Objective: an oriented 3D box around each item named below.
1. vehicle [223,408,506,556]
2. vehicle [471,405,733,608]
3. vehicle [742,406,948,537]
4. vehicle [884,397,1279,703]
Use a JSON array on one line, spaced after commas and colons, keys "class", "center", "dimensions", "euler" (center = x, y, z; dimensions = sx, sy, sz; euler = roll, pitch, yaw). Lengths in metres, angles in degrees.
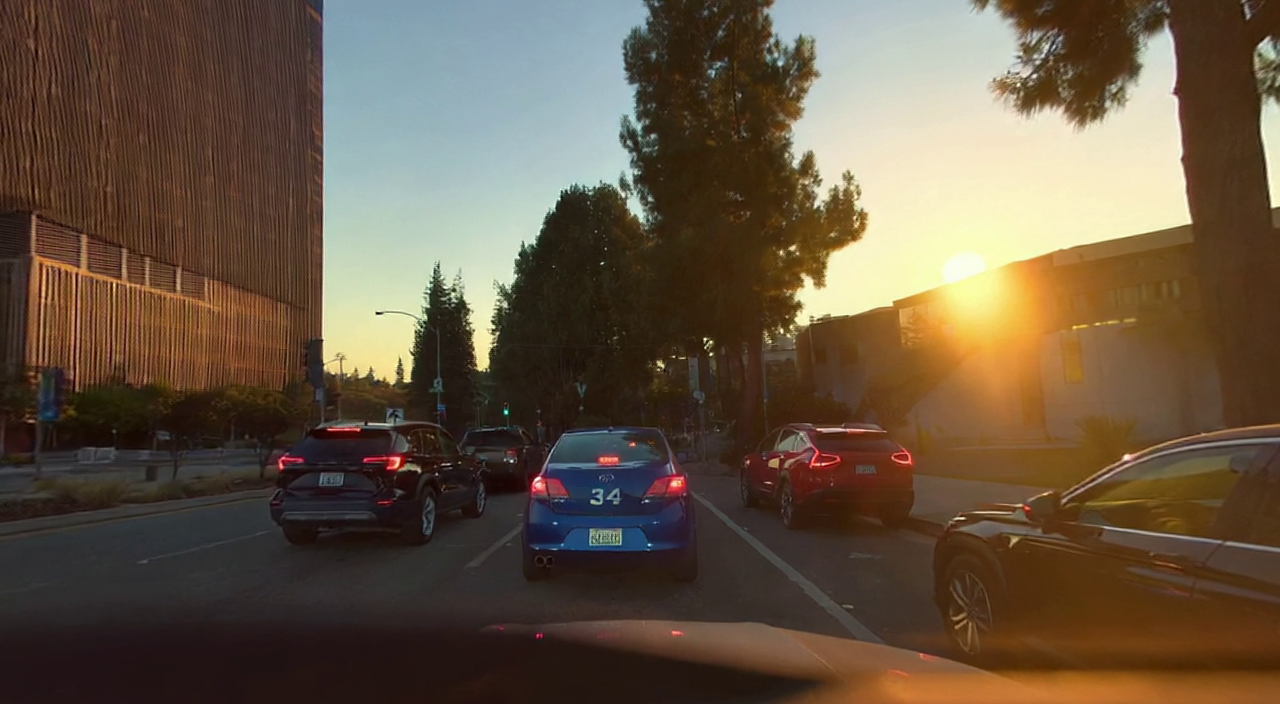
[{"class": "vehicle", "center": [-3.752, 1.884, 9.862], "dimensions": [2.141, 1.718, 4.809], "euler": [0, -8, 1]}, {"class": "vehicle", "center": [-0.352, 1.585, 7.420], "dimensions": [2.114, 1.631, 4.459], "euler": [0, -8, -1]}, {"class": "vehicle", "center": [3.344, 2.082, 11.530], "dimensions": [2.117, 1.879, 4.715], "euler": [0, -8, -1]}, {"class": "vehicle", "center": [3.245, 1.072, 3.380], "dimensions": [2.045, 1.459, 4.462], "euler": [0, -8, -1]}]
